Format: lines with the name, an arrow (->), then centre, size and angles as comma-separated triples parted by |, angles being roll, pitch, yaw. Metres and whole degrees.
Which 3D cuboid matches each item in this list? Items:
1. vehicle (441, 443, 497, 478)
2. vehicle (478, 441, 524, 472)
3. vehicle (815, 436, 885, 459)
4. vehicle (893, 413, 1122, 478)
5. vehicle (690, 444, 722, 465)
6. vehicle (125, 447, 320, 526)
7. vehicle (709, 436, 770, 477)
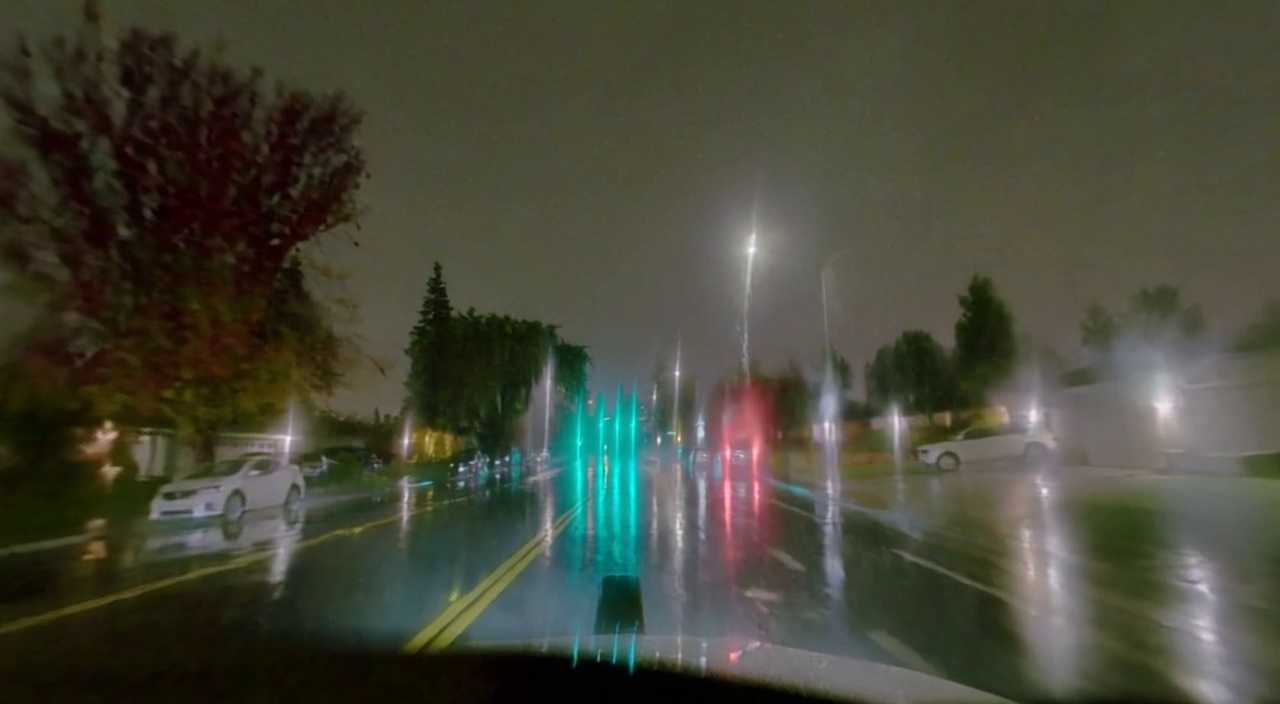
vehicle -> -10.276, 6.579, 38.347 | 2.117, 1.865, 4.570 | -2, -10, 0
vehicle -> -10.210, 7.714, 46.879 | 2.225, 2.037, 5.158 | -4, -8, 0
vehicle -> 13.885, 6.329, 41.989 | 3.966, 1.500, 1.998 | 0, -8, 2
vehicle -> 12.842, 3.337, 22.461 | 6.619, 1.884, 2.225 | -3, -9, 1
vehicle -> 4.767, 7.492, 46.333 | 1.908, 1.477, 4.920 | 0, -8, 1
vehicle -> -10.593, 3.429, 16.564 | 2.082, 1.661, 4.403 | -3, -10, 1
vehicle -> 4.903, 5.227, 31.833 | 2.215, 1.886, 4.577 | 0, -8, -1
